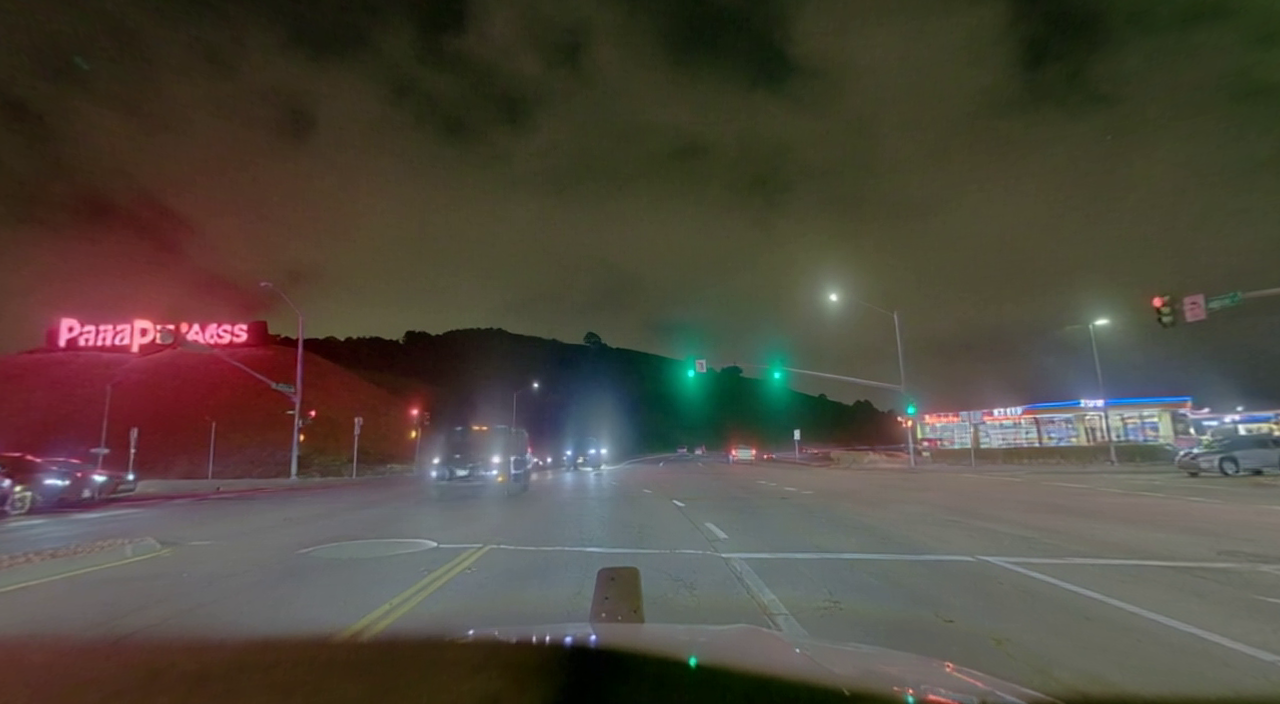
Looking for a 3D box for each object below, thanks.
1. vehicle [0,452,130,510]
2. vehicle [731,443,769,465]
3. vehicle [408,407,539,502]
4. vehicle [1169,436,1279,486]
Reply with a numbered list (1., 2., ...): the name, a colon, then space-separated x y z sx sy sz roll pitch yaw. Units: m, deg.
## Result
1. vehicle: -19.786 4.173 20.555 4.440 1.748 2.033 0 -9 1
2. vehicle: 8.492 7.903 48.933 1.911 1.594 4.378 0 -9 -3
3. vehicle: -4.409 2.831 17.710 2.196 2.264 5.206 0 -8 1
4. vehicle: 25.070 4.468 26.041 4.546 1.944 2.051 1 -9 -5
